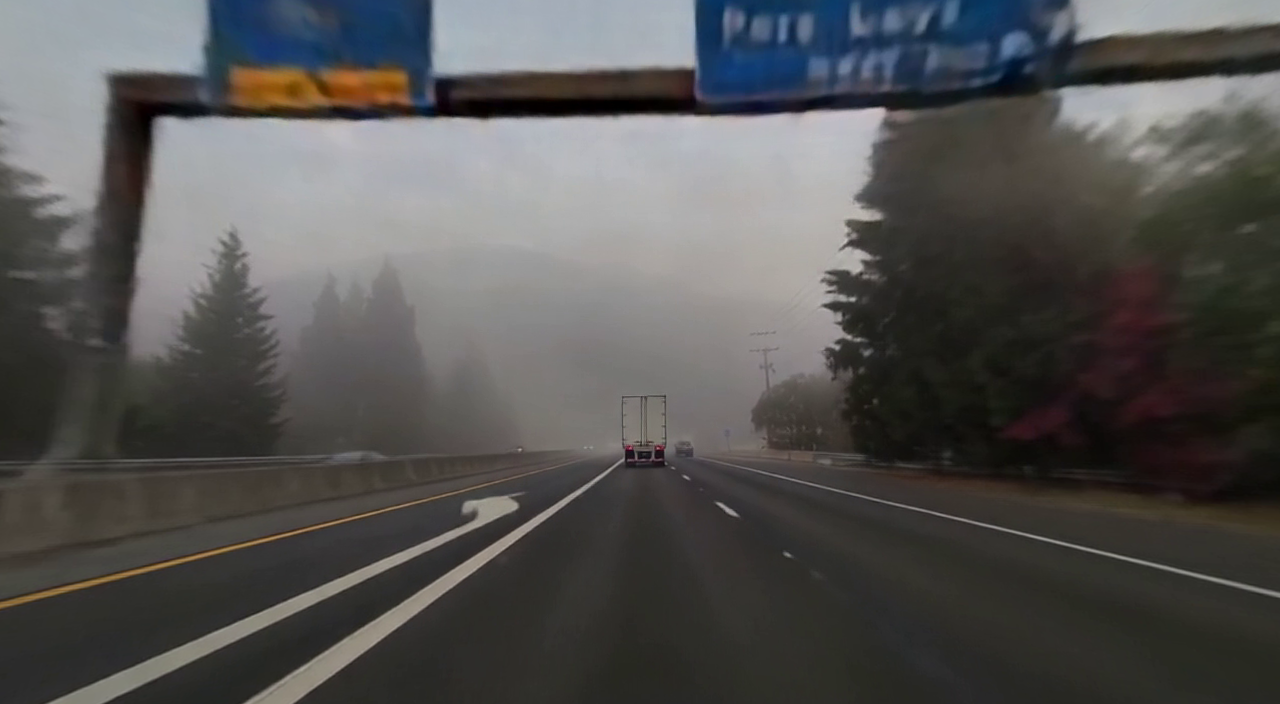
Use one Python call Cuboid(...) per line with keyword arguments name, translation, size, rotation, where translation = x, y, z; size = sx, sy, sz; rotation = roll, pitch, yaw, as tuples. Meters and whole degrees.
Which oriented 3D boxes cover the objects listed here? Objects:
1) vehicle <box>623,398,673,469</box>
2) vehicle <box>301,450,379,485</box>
Cuboid(name="vehicle", translation=(0.363, 5.583, 42.324), size=(2.919, 4.101, 11.541), rotation=(0, -8, -1))
Cuboid(name="vehicle", translation=(-16.220, 6.243, 34.398), size=(1.875, 1.601, 4.906), rotation=(-3, -8, 0))
